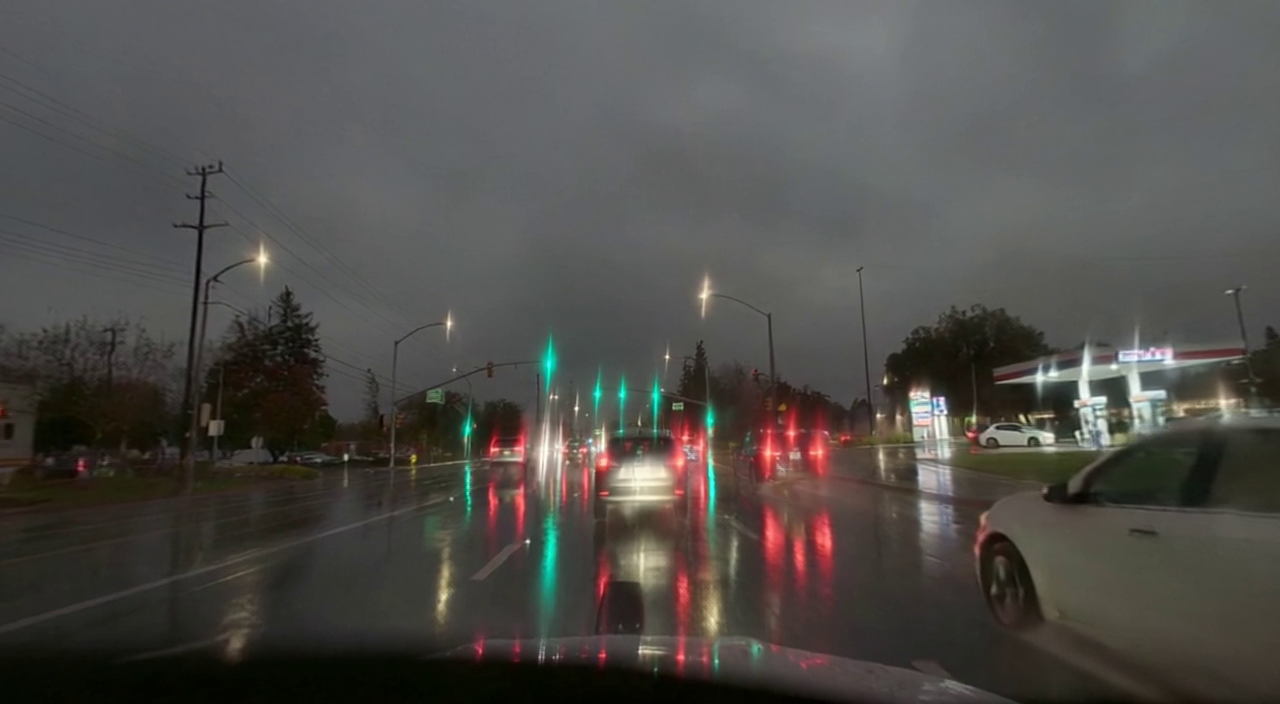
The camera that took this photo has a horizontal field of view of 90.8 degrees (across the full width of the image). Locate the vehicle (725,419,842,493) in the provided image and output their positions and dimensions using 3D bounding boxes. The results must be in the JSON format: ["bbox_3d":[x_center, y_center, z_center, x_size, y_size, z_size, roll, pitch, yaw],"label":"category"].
[{"bbox_3d":[3.869,2.921,18.072,2.116,1.791,5.006,0,-8,-1],"label":"vehicle"}]

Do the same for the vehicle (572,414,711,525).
[{"bbox_3d":[-0.044,2.124,11.896,2.164,1.718,3.881,0,-8,-2],"label":"vehicle"}]

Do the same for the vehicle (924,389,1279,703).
[{"bbox_3d":[3.332,0.970,2.978,1.904,1.472,4.358,0,-8,-1],"label":"vehicle"}]

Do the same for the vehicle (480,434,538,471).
[{"bbox_3d":[-6.448,5.017,31.673,1.994,1.695,4.471,0,-8,-1],"label":"vehicle"}]
